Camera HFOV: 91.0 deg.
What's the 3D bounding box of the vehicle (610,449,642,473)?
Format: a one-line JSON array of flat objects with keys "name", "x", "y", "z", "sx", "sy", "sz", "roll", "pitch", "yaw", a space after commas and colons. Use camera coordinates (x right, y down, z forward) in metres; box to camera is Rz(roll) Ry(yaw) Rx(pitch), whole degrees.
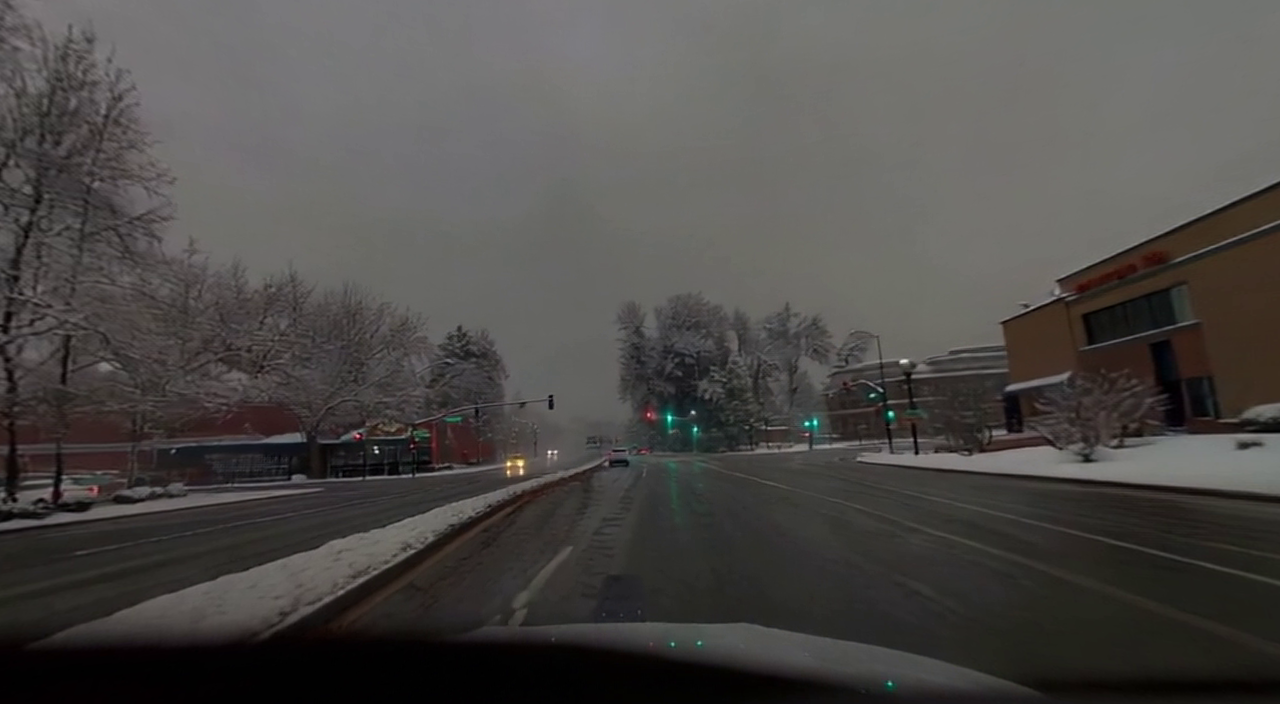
[{"name": "vehicle", "x": -0.883, "y": 7.403, "z": 43.095, "sx": 2.018, "sy": 1.512, "sz": 4.304, "roll": 0, "pitch": -9, "yaw": 1}]
